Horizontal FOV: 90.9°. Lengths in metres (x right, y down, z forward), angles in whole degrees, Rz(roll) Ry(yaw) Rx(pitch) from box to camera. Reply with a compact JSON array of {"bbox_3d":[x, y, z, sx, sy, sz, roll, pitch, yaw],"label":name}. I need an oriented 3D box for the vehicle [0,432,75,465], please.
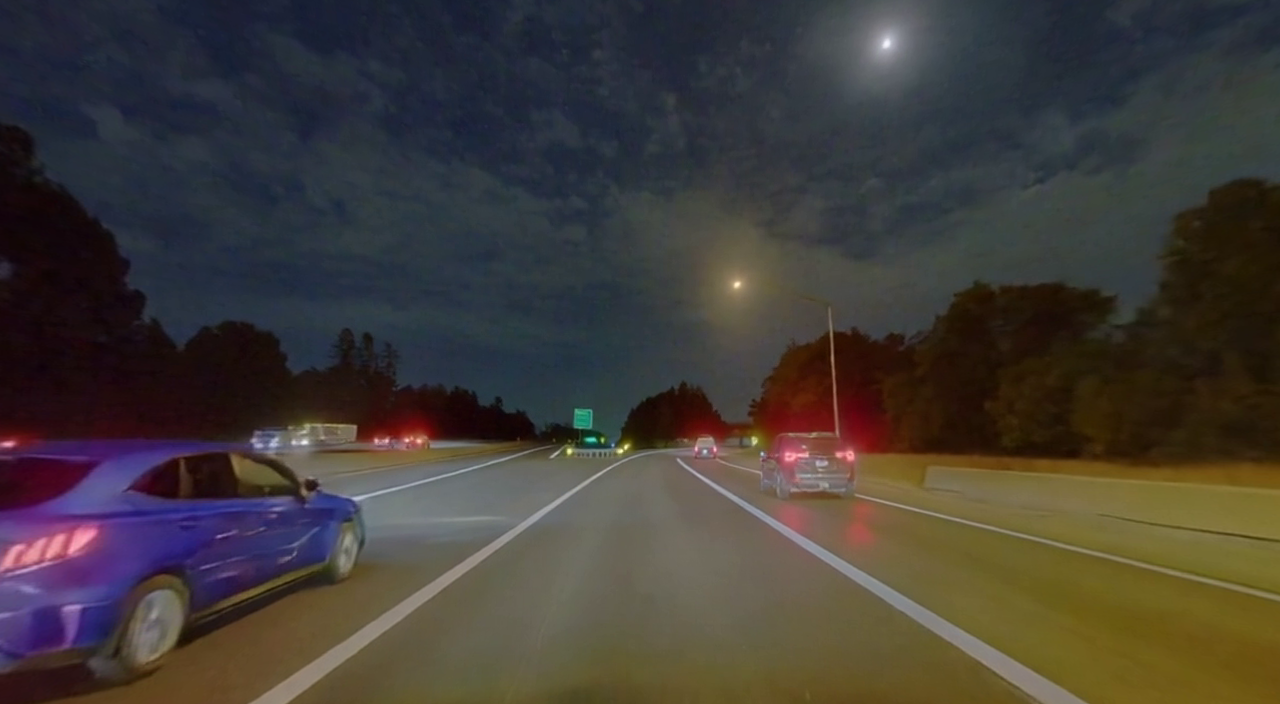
[{"bbox_3d":[-36.465,5.644,37.003,2.168,1.824,4.932,1,-8,-3],"label":"vehicle"}]
